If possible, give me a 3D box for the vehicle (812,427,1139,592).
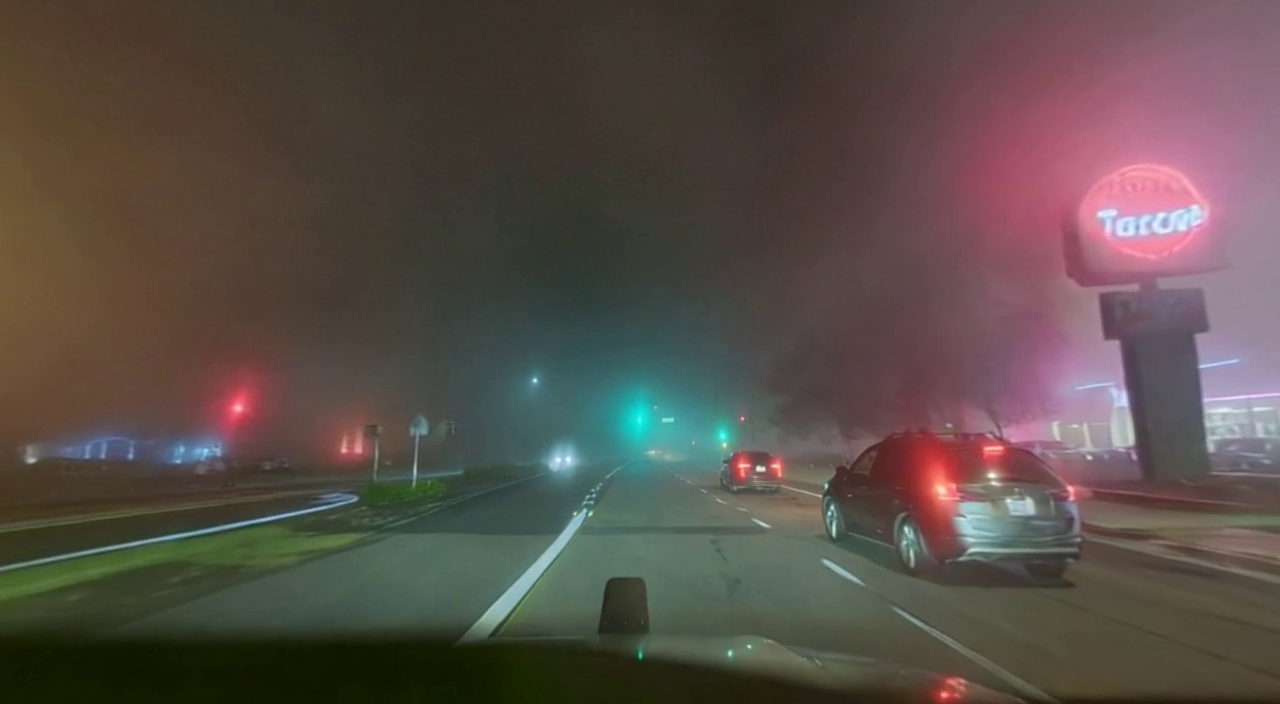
[{"bbox_3d":[3.722,1.796,8.048,1.931,1.534,4.126,0,-9,1],"label":"vehicle"}]

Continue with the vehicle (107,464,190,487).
[{"bbox_3d":[-32.965,8.265,42.304,4.252,1.419,1.997,-2,-9,11],"label":"vehicle"}]

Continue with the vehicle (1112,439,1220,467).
[{"bbox_3d":[29.053,5.574,34.938,1.759,1.440,4.112,4,-9,-24],"label":"vehicle"}]

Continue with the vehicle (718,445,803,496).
[{"bbox_3d":[3.862,3.867,21.085,1.870,1.467,4.800,0,-9,0],"label":"vehicle"}]

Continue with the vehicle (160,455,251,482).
[{"bbox_3d":[-31.491,8.457,45.781,4.978,1.873,2.164,0,-9,0],"label":"vehicle"}]

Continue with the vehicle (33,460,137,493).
[{"bbox_3d":[-33.690,7.543,38.357,4.422,1.599,2.087,-4,-8,1],"label":"vehicle"}]
